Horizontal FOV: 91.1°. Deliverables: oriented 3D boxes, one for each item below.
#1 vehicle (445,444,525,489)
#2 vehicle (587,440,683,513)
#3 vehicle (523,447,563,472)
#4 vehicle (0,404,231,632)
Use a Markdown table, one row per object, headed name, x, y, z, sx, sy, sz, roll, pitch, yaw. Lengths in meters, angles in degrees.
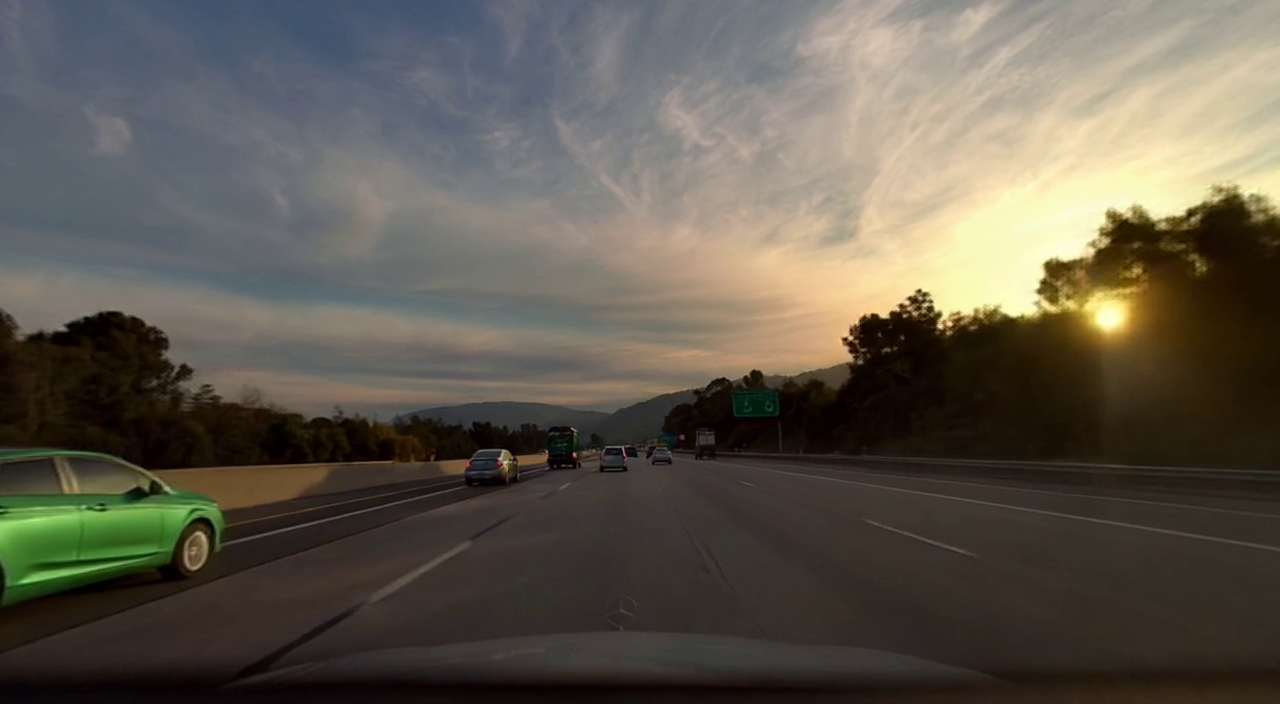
| name | x | y | z | sx | sy | sz | roll | pitch | yaw |
| --- | --- | --- | --- | --- | --- | --- | --- | --- | --- |
| vehicle | -5.529 | 4.120 | 22.944 | 1.892 | 1.481 | 4.180 | 0 | -9 | 0 |
| vehicle | -0.123 | 2.813 | 14.590 | 1.940 | 1.451 | 3.512 | 0 | -9 | -1 |
| vehicle | -5.779 | 6.438 | 37.860 | 1.814 | 1.417 | 3.860 | 0 | -9 | 0 |
| vehicle | -5.648 | 1.273 | 4.996 | 2.058 | 1.626 | 4.118 | 0 | -9 | -2 |
